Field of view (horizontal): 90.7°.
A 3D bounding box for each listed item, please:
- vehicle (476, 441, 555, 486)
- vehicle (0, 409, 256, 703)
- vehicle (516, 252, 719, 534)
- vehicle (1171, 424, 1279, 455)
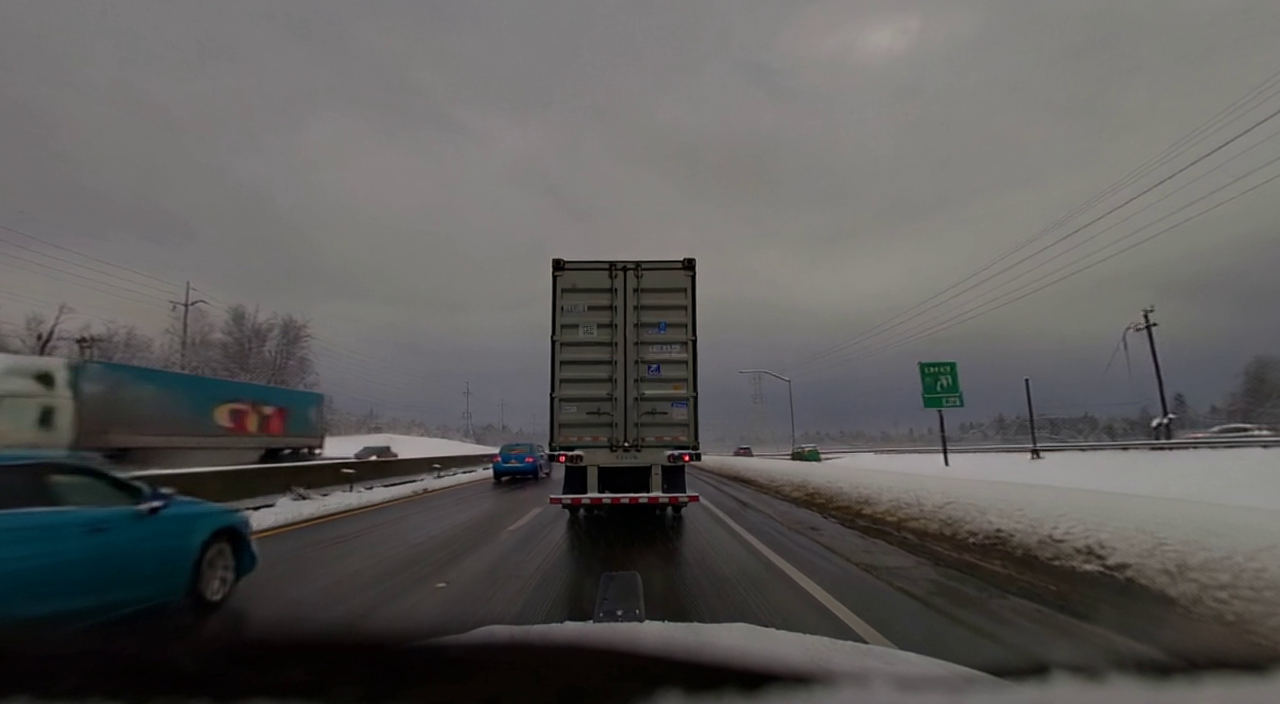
[{"bbox_3d":[-4.468,4.092,23.496,1.993,1.475,4.540,0,-9,0],"label":"vehicle"},{"bbox_3d":[-4.164,1.038,3.130,1.912,1.485,4.218,0,-9,-1],"label":"vehicle"},{"bbox_3d":[-0.305,1.420,15.107,2.841,4.071,12.046,0,-9,0],"label":"vehicle"},{"bbox_3d":[32.428,4.869,34.832,4.579,1.594,1.932,-9,-12,44],"label":"vehicle"}]
